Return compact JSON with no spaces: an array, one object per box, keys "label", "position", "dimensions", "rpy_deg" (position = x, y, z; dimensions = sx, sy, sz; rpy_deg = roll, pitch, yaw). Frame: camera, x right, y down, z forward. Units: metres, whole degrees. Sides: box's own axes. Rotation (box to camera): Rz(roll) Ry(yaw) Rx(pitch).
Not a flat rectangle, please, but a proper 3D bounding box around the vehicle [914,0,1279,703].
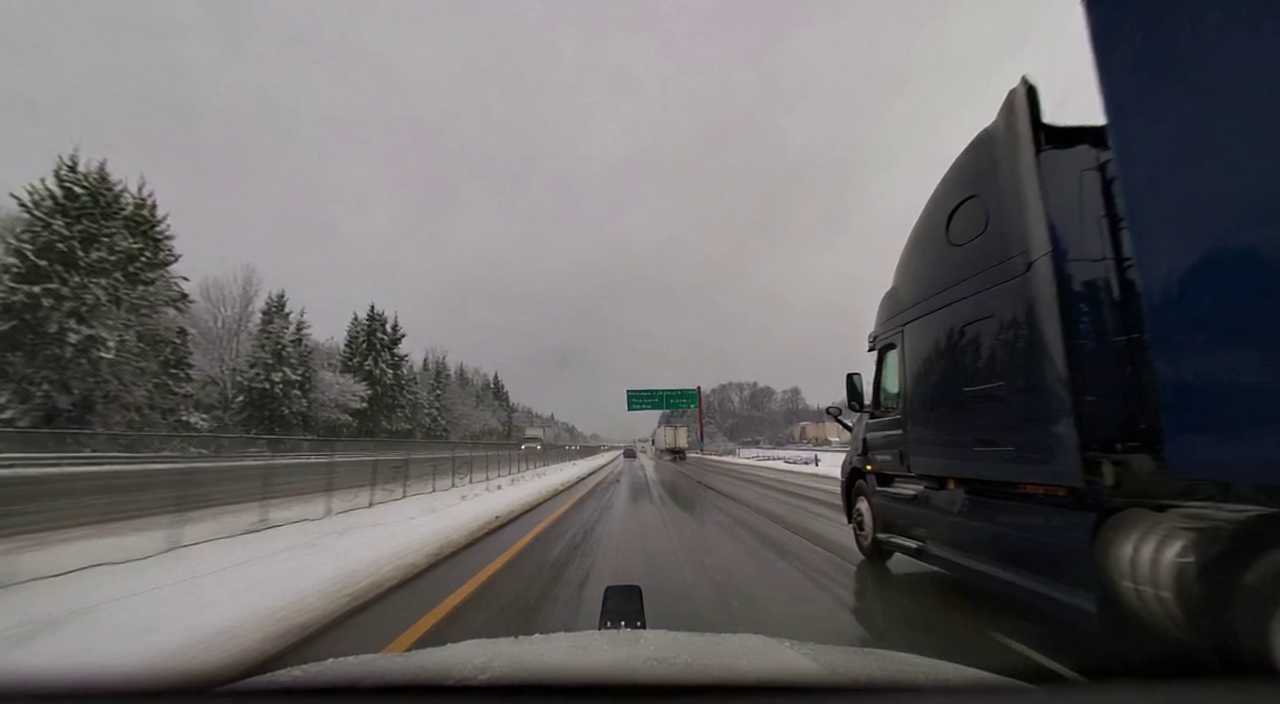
[{"label":"vehicle","position":[4.188,-0.146,2.913],"dimensions":[3.035,3.966,6.026],"rpy_deg":[0,-9,1]}]
